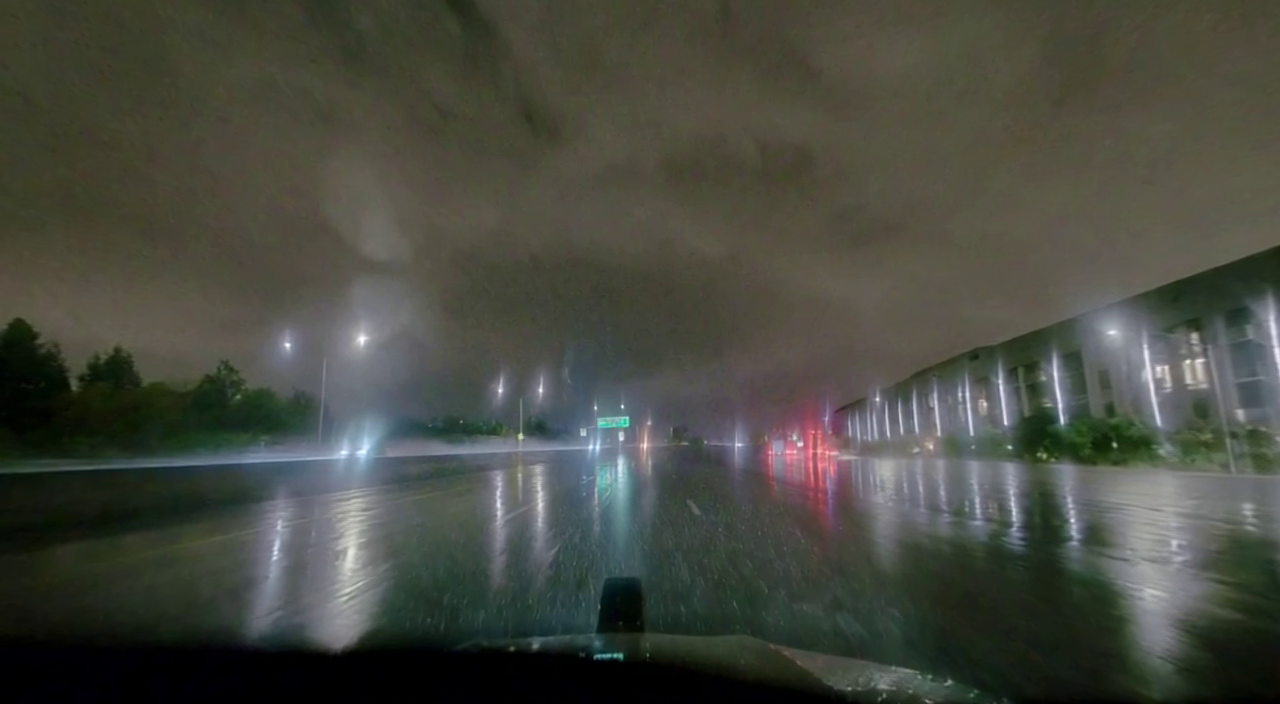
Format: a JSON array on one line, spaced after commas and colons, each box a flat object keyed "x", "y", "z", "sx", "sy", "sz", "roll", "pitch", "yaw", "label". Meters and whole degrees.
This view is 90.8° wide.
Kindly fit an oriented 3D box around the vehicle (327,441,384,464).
[{"x": -22.119, "y": 7.850, "z": 49.378, "sx": 2.120, "sy": 1.702, "sz": 4.469, "roll": -1, "pitch": -9, "yaw": 4, "label": "vehicle"}]
